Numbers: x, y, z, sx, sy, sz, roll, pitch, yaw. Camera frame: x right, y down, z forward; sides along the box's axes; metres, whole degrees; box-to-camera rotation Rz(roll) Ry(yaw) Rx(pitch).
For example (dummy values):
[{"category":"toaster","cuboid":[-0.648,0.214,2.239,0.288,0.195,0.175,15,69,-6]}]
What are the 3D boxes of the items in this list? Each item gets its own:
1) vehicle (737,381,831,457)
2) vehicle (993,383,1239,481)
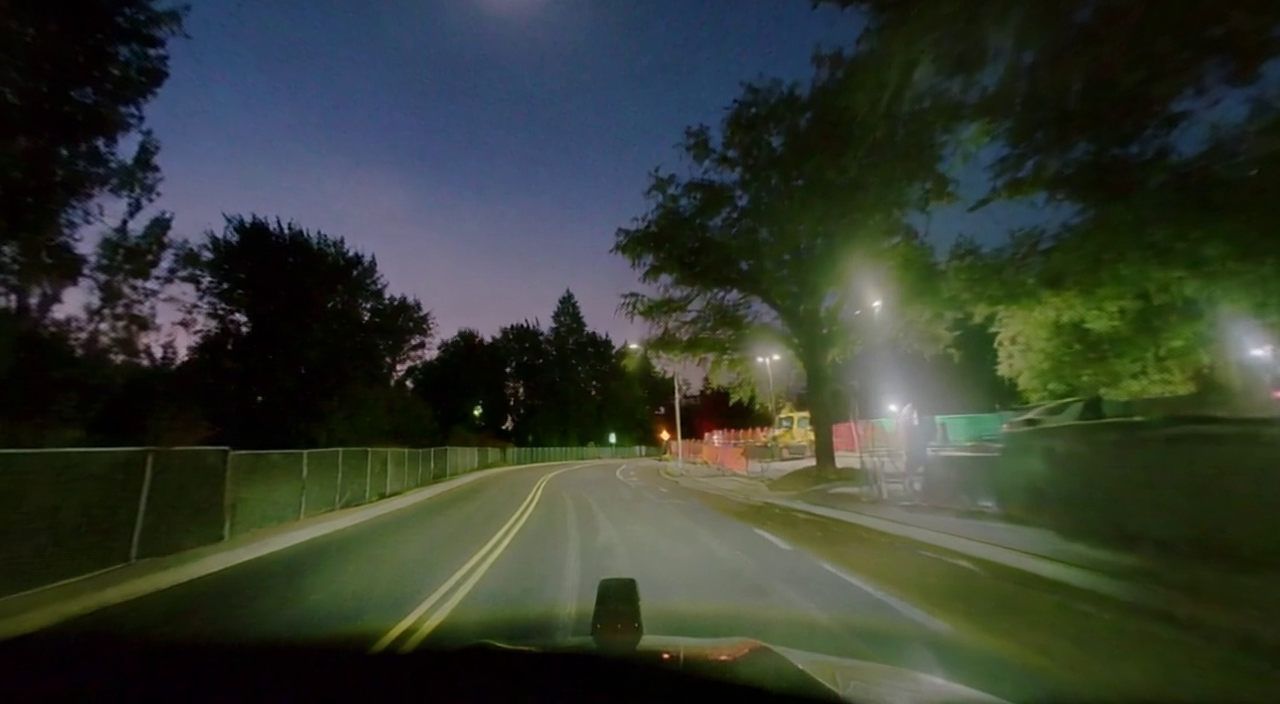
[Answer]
[{"category":"vehicle","cuboid":[7.842,4.014,36.116,2.984,3.691,10.409,-1,-8,0]},{"category":"vehicle","cuboid":[11.838,2.000,15.815,5.021,1.930,2.119,-2,-10,-17]}]
